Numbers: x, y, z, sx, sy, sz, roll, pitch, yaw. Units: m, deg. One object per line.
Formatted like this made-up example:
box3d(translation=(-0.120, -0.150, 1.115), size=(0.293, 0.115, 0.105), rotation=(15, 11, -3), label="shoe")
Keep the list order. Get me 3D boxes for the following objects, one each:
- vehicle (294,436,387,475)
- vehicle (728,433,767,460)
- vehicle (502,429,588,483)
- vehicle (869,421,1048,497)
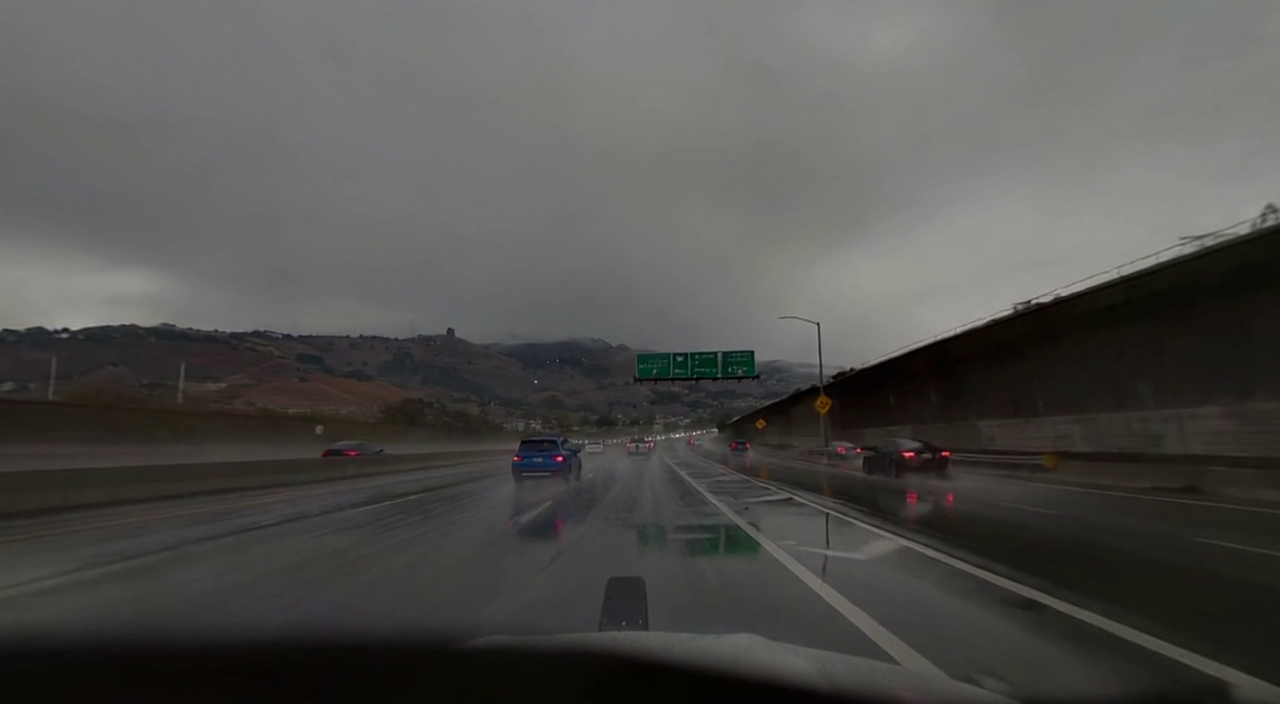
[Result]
box3d(translation=(-14.128, 4.886, 30.100), size=(2.049, 1.707, 4.743), rotation=(0, -8, 0), label="vehicle")
box3d(translation=(7.558, 6.678, 44.705), size=(2.172, 1.824, 5.031), rotation=(-1, -8, 3), label="vehicle")
box3d(translation=(-3.273, 3.720, 22.911), size=(2.210, 1.730, 5.133), rotation=(0, -8, 1), label="vehicle")
box3d(translation=(7.783, 2.662, 16.055), size=(2.122, 1.646, 4.491), rotation=(0, -8, -1), label="vehicle")
